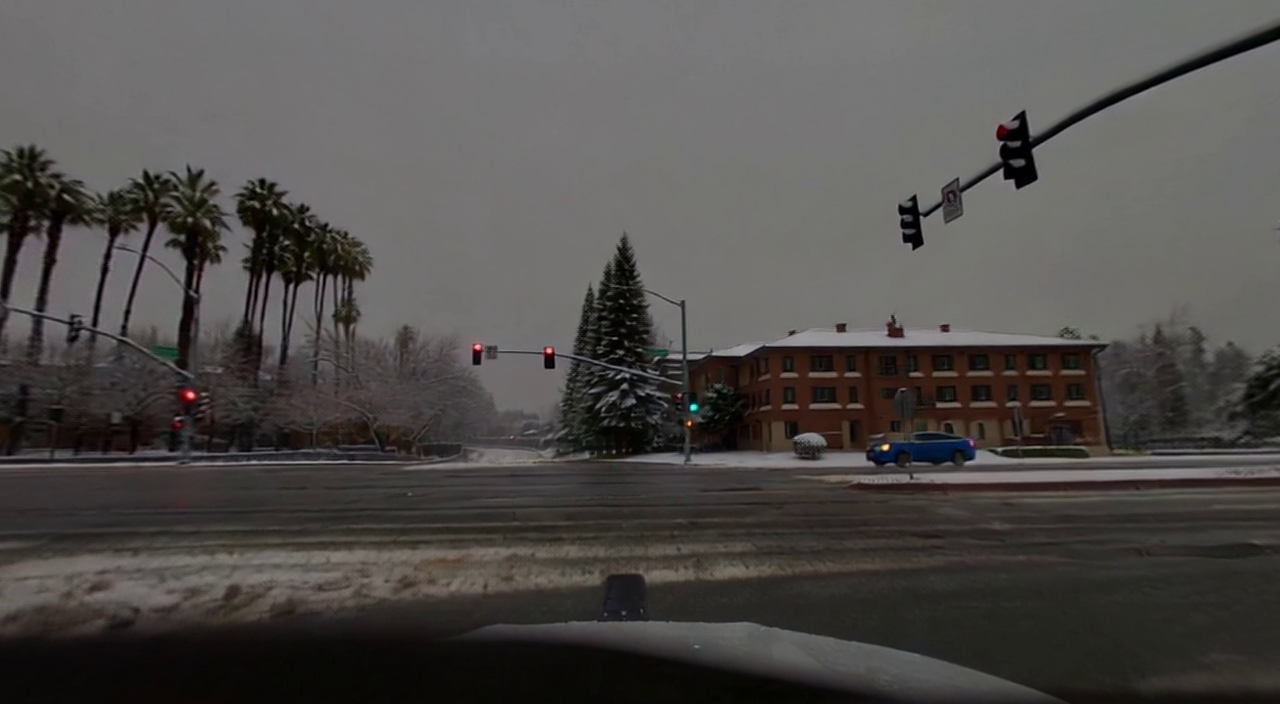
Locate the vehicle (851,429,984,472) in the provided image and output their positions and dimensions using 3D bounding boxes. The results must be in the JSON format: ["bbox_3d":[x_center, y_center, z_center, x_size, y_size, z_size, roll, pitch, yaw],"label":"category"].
[{"bbox_3d":[12.005,4.296,27.433,4.820,1.751,2.050,0,-8,-3],"label":"vehicle"}]
